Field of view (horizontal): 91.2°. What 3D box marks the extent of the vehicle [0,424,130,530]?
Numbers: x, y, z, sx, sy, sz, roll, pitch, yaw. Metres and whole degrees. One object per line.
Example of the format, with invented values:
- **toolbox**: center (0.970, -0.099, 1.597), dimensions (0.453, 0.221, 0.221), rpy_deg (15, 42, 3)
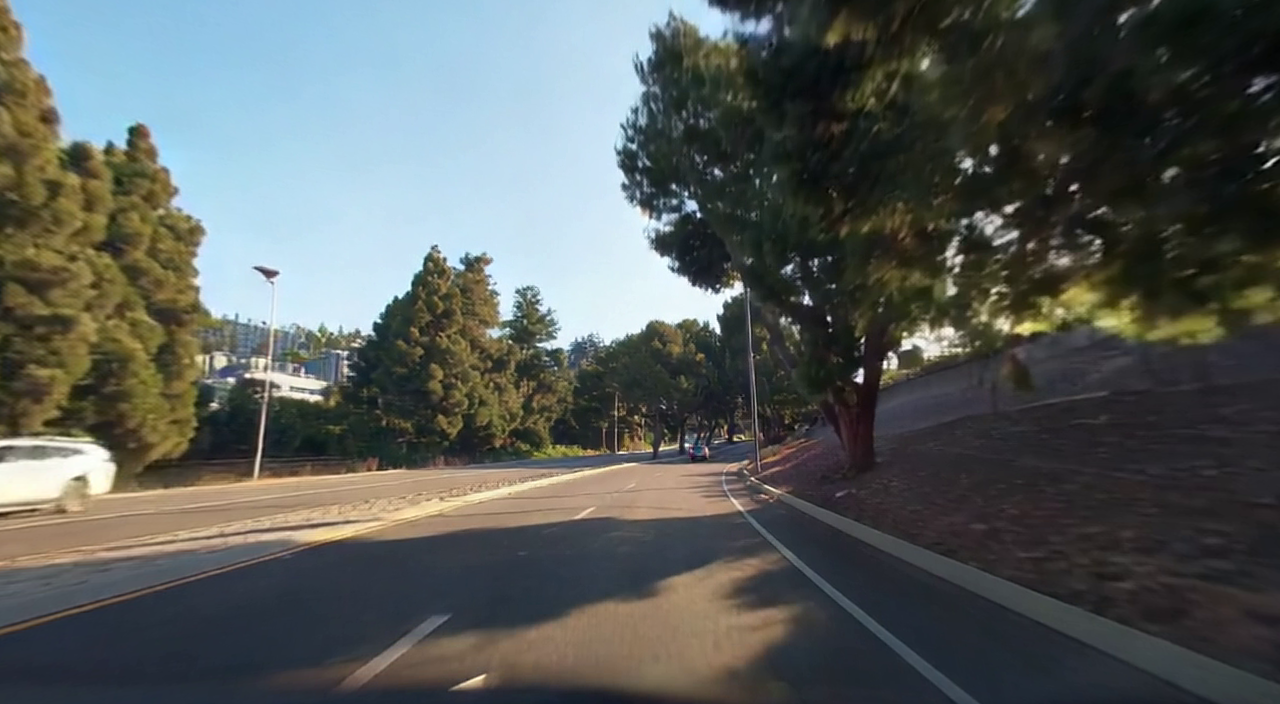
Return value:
- **vehicle**: center (-11.131, 2.006, 10.042), dimensions (2.023, 1.657, 4.394), rpy_deg (-1, -9, 3)
